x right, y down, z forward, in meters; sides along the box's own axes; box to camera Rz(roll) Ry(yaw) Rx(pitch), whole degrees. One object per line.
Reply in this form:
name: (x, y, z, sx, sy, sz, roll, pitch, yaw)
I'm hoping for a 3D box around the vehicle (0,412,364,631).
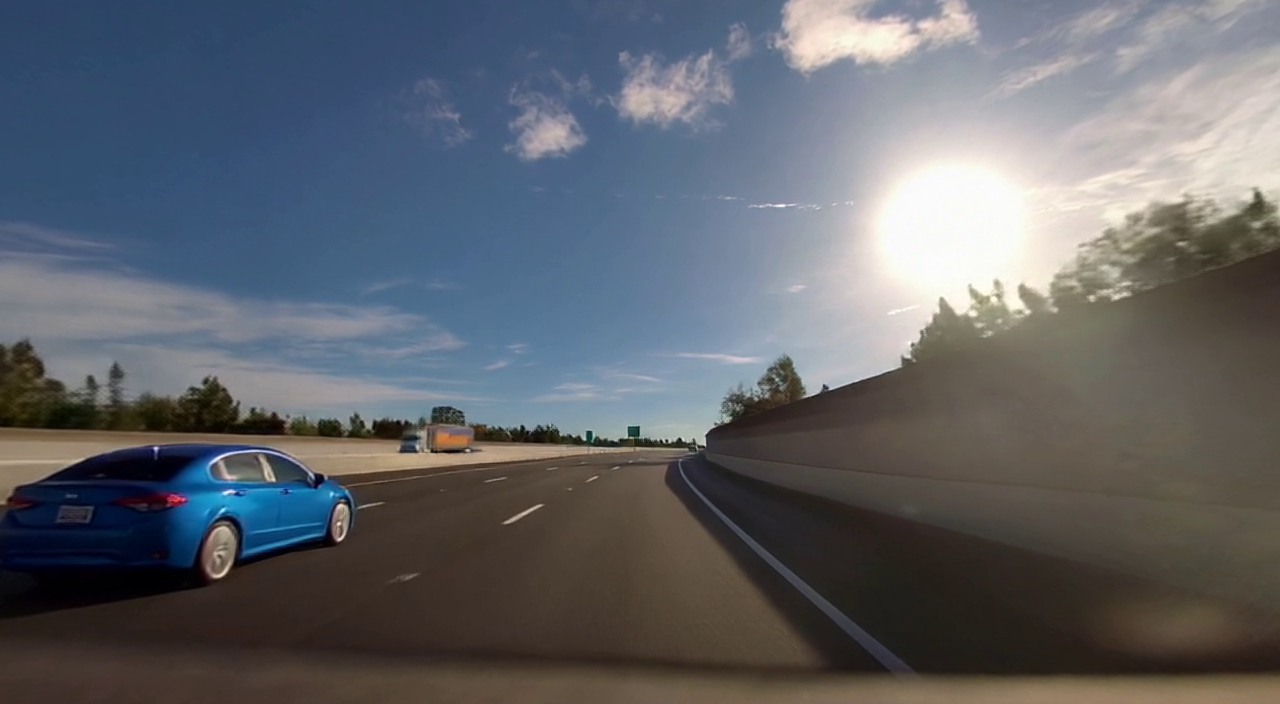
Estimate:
vehicle: (-4.607, 1.462, 6.324, 1.928, 1.504, 3.745, 0, -9, 0)
